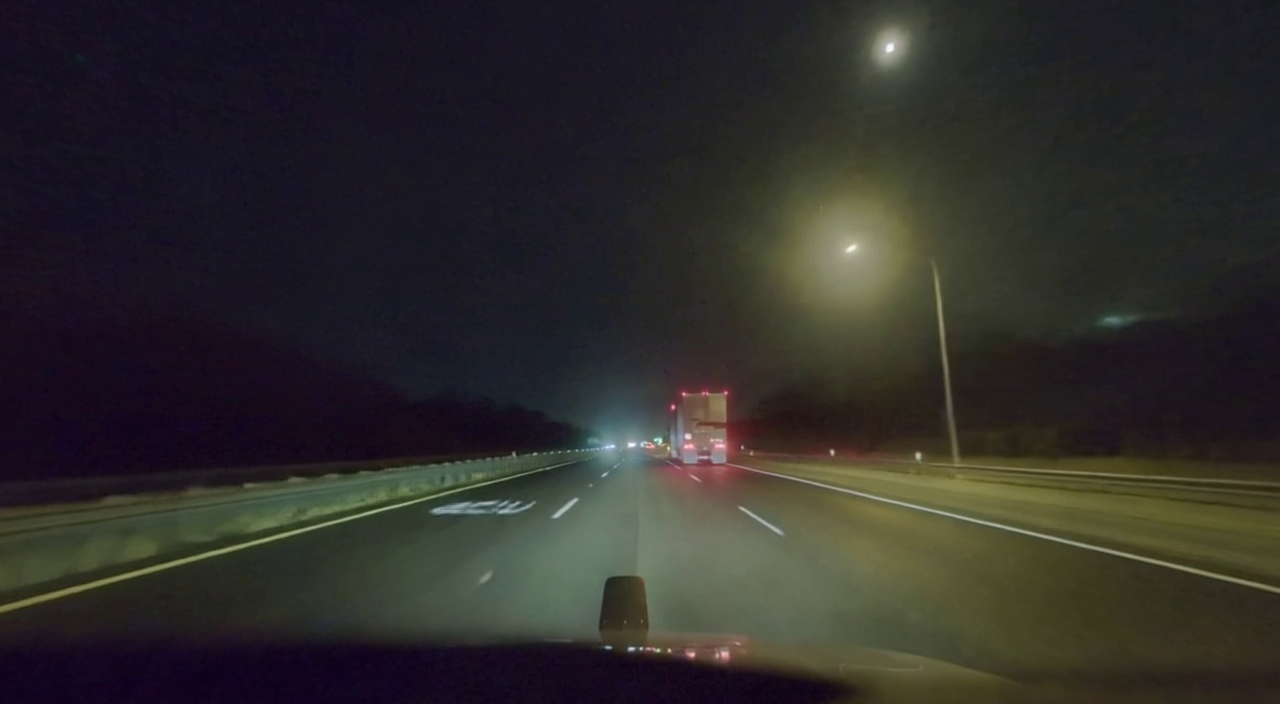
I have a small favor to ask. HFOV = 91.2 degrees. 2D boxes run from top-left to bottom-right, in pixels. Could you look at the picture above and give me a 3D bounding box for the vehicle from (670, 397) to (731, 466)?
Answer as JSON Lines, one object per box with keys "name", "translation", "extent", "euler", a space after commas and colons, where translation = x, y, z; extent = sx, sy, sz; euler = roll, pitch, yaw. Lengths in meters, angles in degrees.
{"name": "vehicle", "translation": [3.952, 5.809, 44.740], "extent": [2.933, 4.100, 14.317], "euler": [0, -8, 0]}
